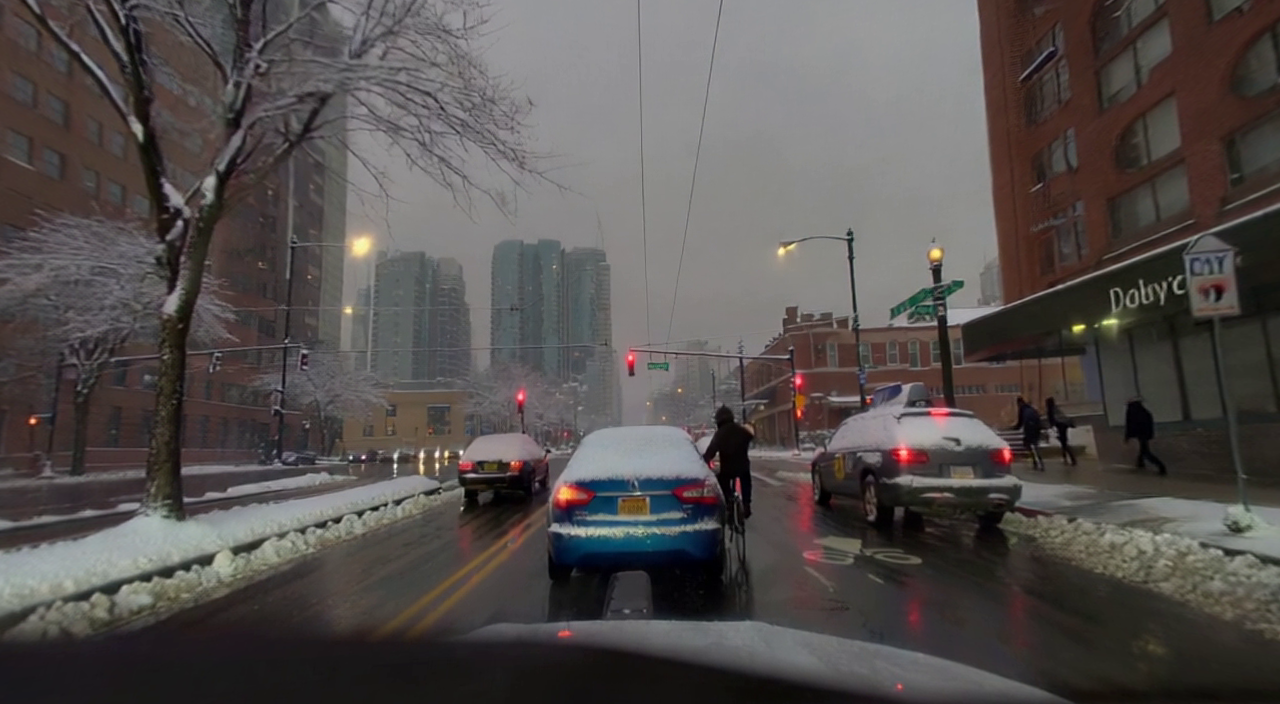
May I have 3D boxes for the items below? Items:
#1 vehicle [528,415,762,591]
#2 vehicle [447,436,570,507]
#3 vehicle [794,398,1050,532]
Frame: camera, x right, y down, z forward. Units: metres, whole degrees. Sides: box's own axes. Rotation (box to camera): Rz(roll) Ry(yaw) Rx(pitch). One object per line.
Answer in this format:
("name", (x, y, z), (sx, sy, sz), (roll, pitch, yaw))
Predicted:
("vehicle", (0.031, 1.656, 7.724), (2.091, 1.557, 4.000), (0, -9, 0))
("vehicle", (-2.977, 2.815, 15.350), (2.039, 1.452, 4.489), (0, -9, 0))
("vehicle", (4.499, 1.917, 11.153), (2.142, 1.829, 4.767), (0, -9, -2))
